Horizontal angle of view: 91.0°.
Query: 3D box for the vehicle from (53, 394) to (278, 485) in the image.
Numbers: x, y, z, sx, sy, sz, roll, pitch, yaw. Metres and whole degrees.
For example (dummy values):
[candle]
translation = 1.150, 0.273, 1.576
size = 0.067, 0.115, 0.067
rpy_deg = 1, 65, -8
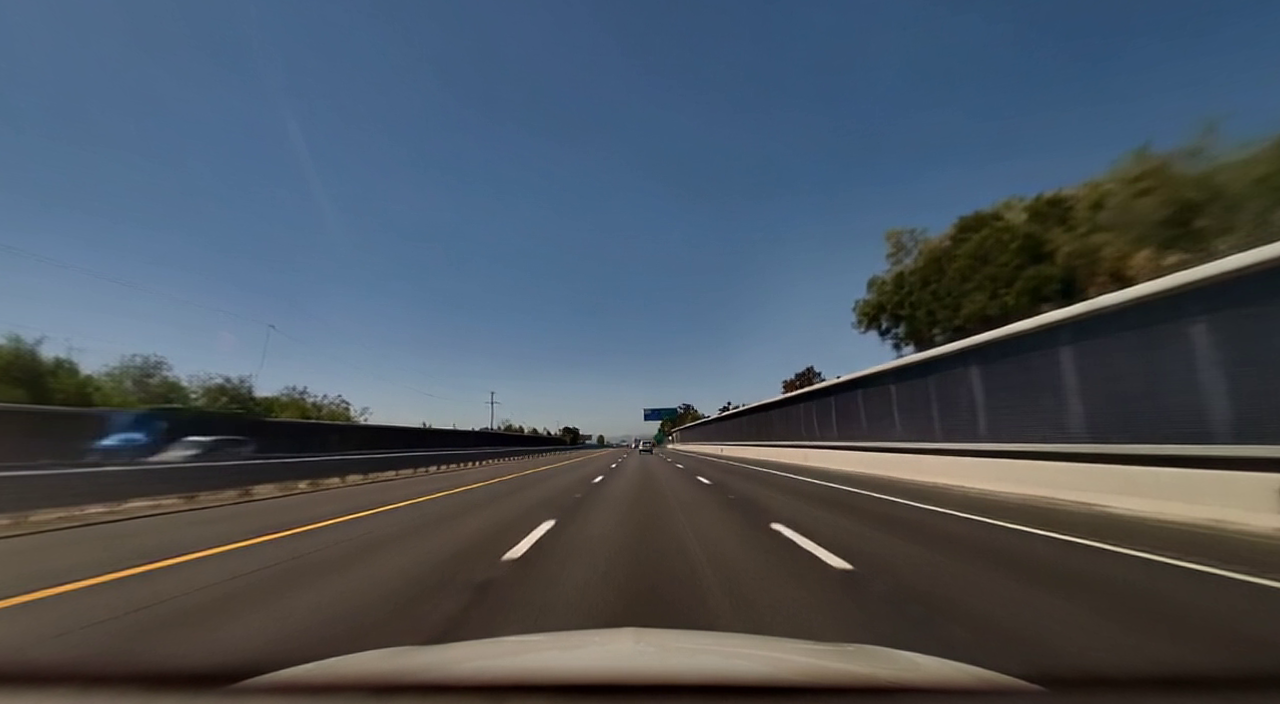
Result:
[vehicle]
translation = -20.687, 3.993, 28.552
size = 2.985, 3.422, 9.121
rpy_deg = 0, -8, 1
